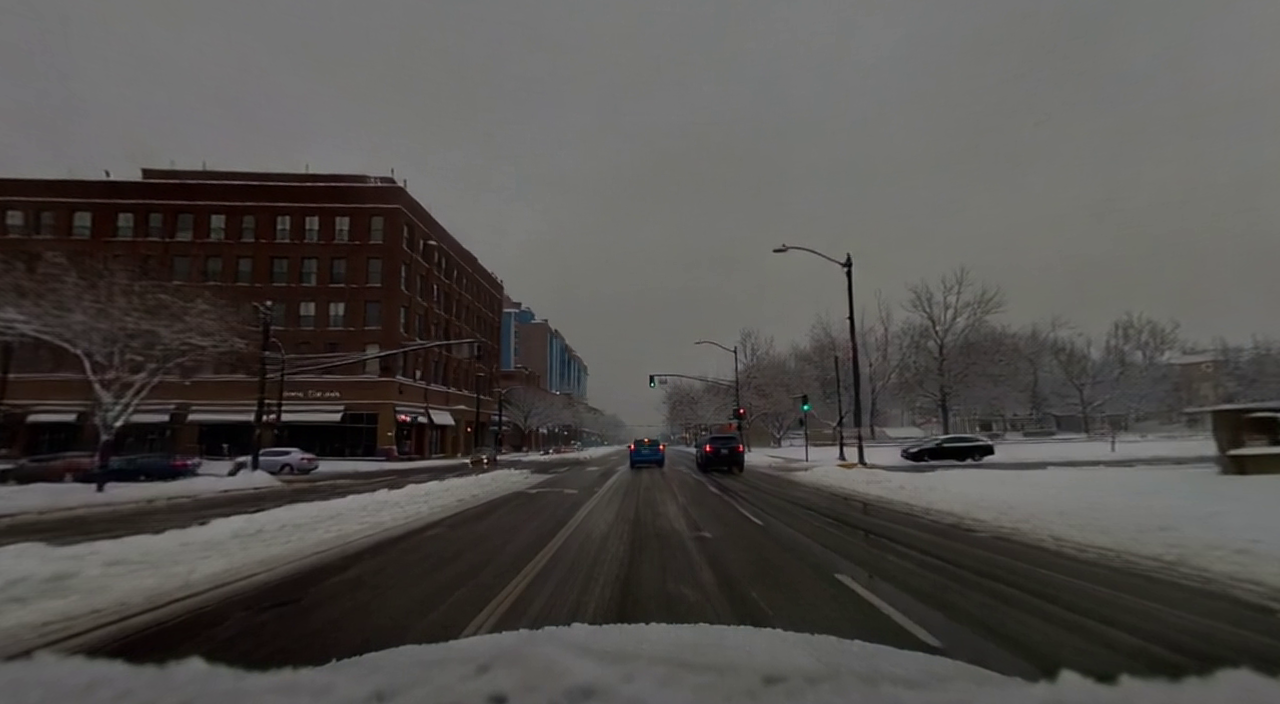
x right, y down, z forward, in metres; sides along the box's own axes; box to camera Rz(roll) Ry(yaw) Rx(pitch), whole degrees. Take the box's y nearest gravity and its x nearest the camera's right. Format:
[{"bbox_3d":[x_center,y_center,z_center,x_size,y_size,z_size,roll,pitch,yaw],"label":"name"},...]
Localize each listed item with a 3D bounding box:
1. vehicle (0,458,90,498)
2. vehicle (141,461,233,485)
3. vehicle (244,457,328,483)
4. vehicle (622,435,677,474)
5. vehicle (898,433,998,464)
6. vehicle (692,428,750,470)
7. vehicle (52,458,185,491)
[{"bbox_3d":[-31.154,6.410,31.963,2.028,1.656,5.029,-7,-8,1],"label":"vehicle"},{"bbox_3d":[-30.166,8.037,42.063,4.452,1.517,2.095,0,-9,2],"label":"vehicle"},{"bbox_3d":[-23.684,7.894,42.244,4.404,1.618,1.968,0,-9,1],"label":"vehicle"},{"bbox_3d":[0.350,4.504,27.891,2.245,1.587,4.094,0,-9,-1],"label":"vehicle"},{"bbox_3d":[17.349,5.435,35.627,4.556,1.693,2.030,0,-8,-1],"label":"vehicle"},{"bbox_3d":[3.908,4.815,31.388,2.159,1.938,4.836,0,-9,-1],"label":"vehicle"},{"bbox_3d":[-25.783,6.043,31.317,4.499,1.503,2.151,1,-9,-6],"label":"vehicle"}]
